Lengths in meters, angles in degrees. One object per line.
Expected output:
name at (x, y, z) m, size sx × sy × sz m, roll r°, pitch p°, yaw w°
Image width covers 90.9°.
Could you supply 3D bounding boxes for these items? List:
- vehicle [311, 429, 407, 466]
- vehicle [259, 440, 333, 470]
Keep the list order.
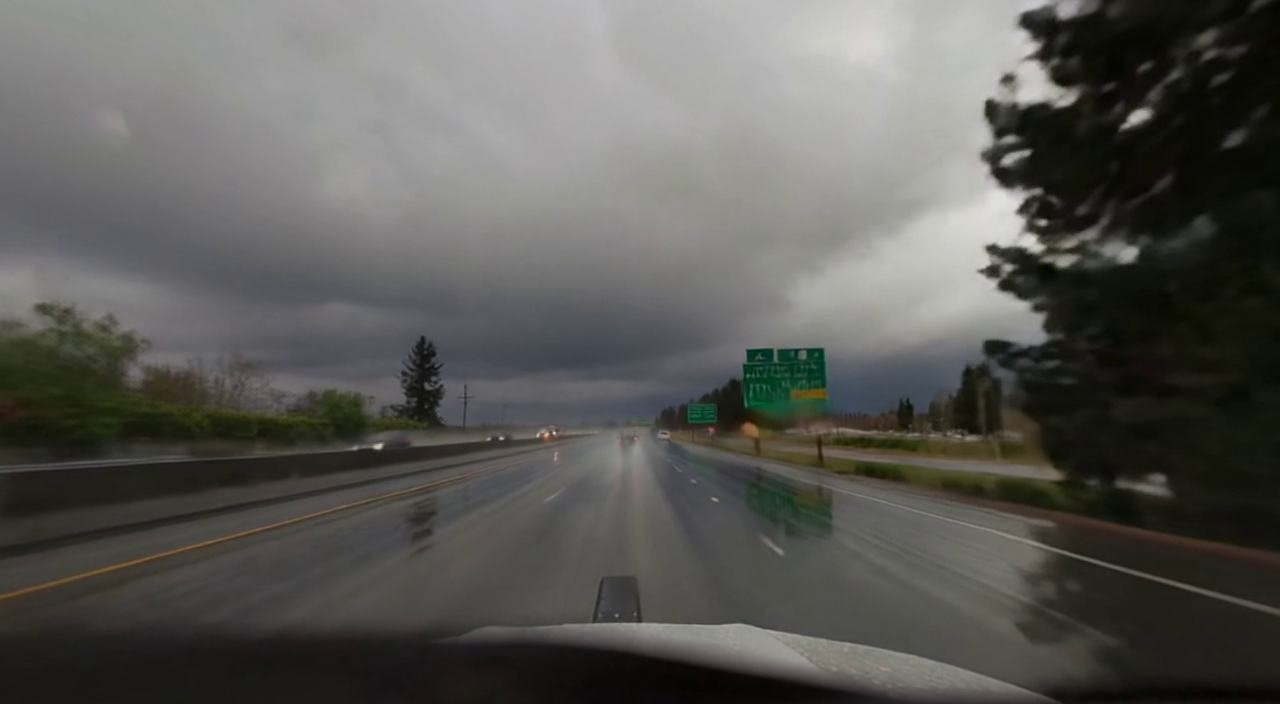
vehicle at (-12.911, 4.413, 29.358) m, size 2.181 × 1.545 × 4.818 m, roll 0°, pitch -8°, yaw 0°
vehicle at (-18.151, 5.416, 33.428) m, size 1.802 × 1.435 × 3.777 m, roll 0°, pitch -8°, yaw -1°
